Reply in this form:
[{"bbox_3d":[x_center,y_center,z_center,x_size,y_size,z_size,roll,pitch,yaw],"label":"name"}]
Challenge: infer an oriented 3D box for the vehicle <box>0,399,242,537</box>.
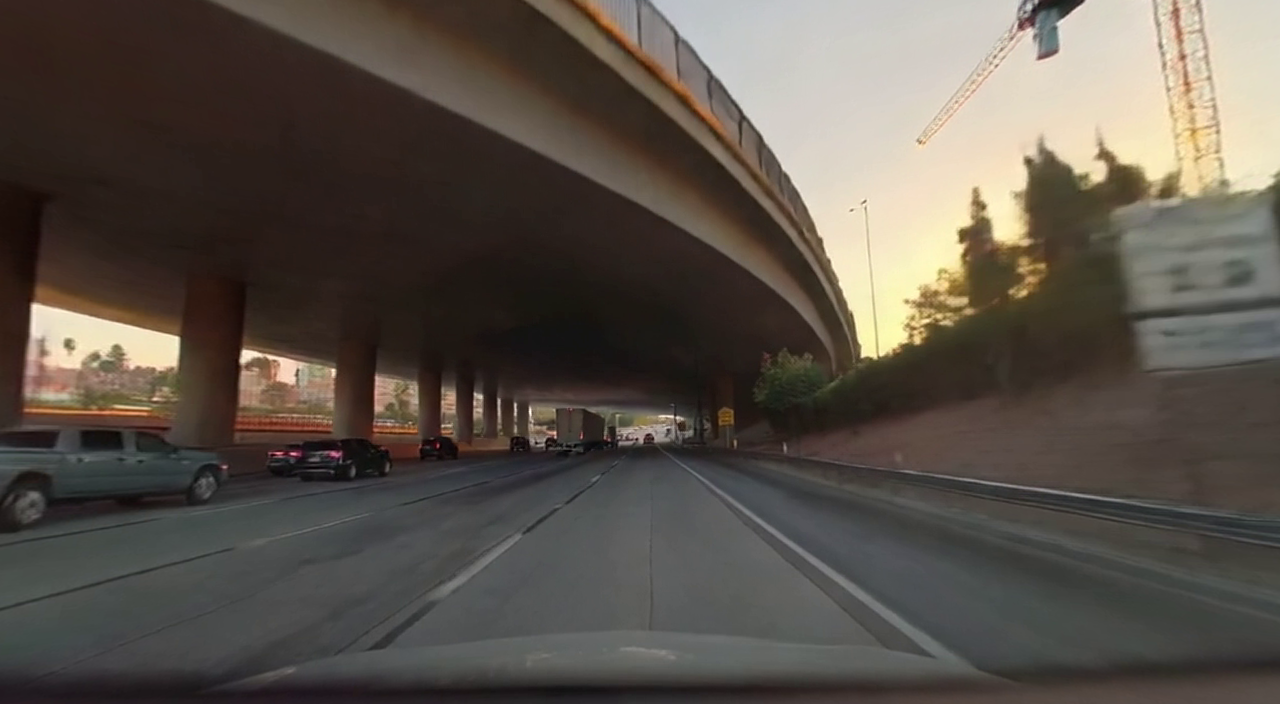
[{"bbox_3d":[-10.795,2.104,11.933,2.394,2.056,6.251,-1,-8,1],"label":"vehicle"}]
